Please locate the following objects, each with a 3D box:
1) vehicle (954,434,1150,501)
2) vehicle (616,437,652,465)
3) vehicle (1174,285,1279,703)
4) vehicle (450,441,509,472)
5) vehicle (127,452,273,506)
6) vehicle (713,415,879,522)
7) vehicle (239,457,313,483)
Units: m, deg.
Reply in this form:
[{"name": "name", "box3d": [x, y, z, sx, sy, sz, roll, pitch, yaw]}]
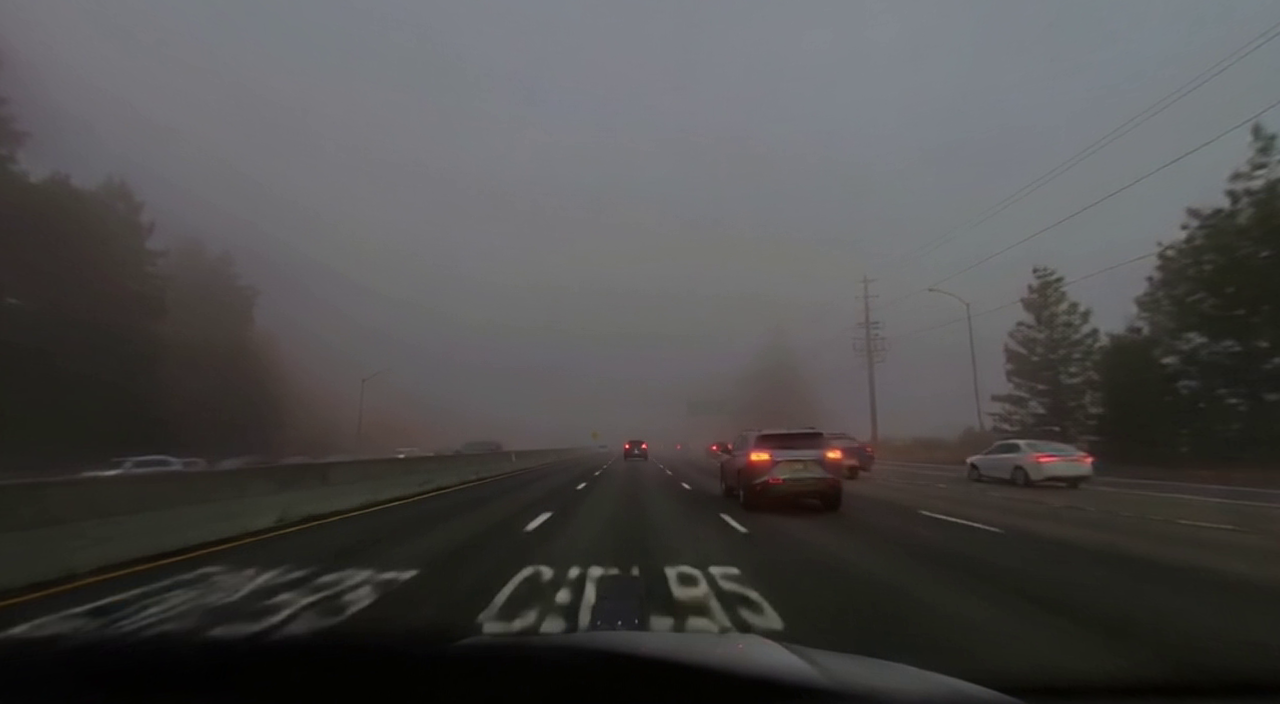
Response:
[{"name": "vehicle", "box3d": [10.331, 2.920, 16.347, 1.890, 1.474, 4.662, 0, -9, 0]}, {"name": "vehicle", "box3d": [-0.424, 6.793, 43.230, 2.314, 1.796, 4.254, 0, -8, -1]}, {"name": "vehicle", "box3d": [3.451, 0.406, 0.313, 2.095, 1.886, 4.727, 0, -8, -1]}, {"name": "vehicle", "box3d": [-8.917, 5.839, 35.422, 2.047, 1.650, 4.600, 0, -8, 0]}, {"name": "vehicle", "box3d": [-15.390, 4.436, 22.407, 1.995, 1.664, 4.401, 0, -8, 0]}, {"name": "vehicle", "box3d": [2.995, 2.381, 13.402, 2.152, 1.821, 4.853, 0, -8, -2]}, {"name": "vehicle", "box3d": [-23.134, 7.478, 40.204, 1.900, 1.477, 4.797, 0, -8, -1]}]
